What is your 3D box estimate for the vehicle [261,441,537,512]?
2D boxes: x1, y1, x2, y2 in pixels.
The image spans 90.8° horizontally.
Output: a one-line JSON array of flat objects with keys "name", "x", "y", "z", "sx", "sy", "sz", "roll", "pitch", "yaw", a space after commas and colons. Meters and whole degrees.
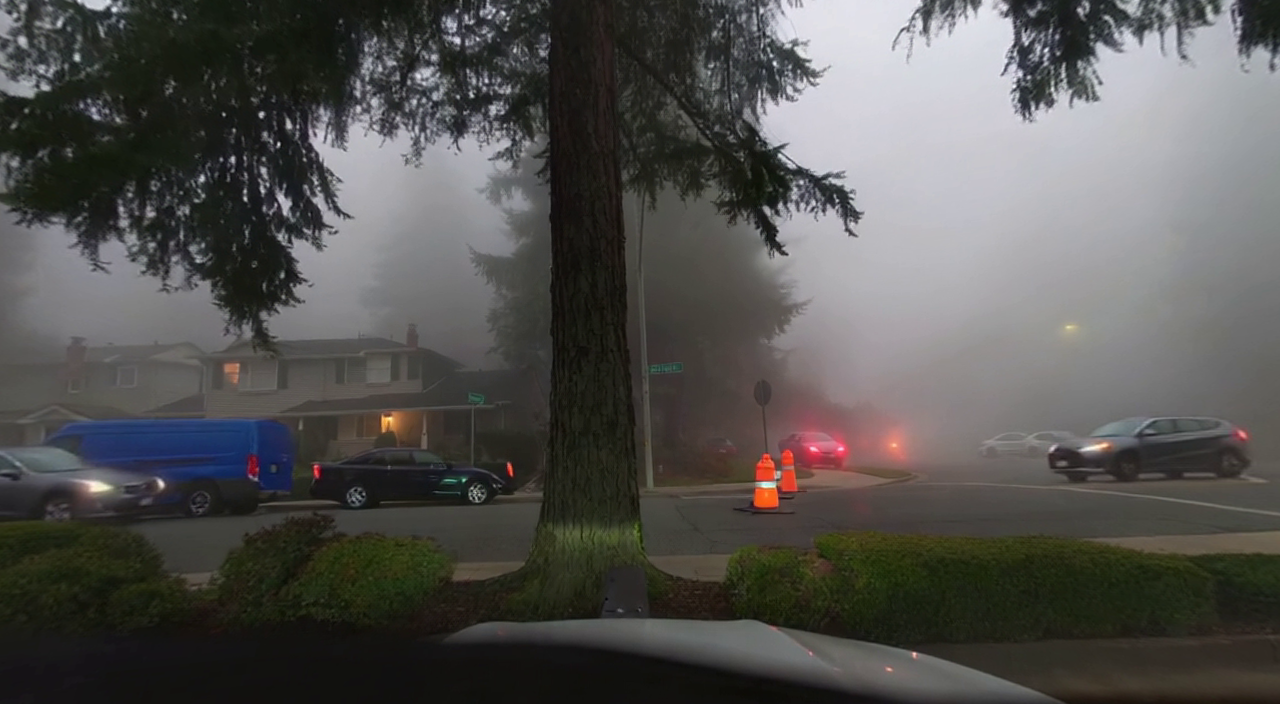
[{"name": "vehicle", "x": -6.368, "y": 3.413, "z": 17.784, "sx": 6.643, "sy": 1.777, "sz": 2.925, "roll": 1, "pitch": -8, "yaw": -6}]

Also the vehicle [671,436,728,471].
[{"name": "vehicle", "x": 2.589, "y": 4.538, "z": 28.357, "sx": 1.745, "sy": 1.461, "sz": 4.074, "roll": 1, "pitch": -9, "yaw": -6}]

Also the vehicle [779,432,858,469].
[{"name": "vehicle", "x": 8.067, "y": 4.495, "z": 28.963, "sx": 1.893, "sy": 1.529, "sz": 4.422, "roll": 1, "pitch": -9, "yaw": -7}]

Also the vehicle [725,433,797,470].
[{"name": "vehicle", "x": 5.344, "y": 4.467, "z": 28.498, "sx": 2.007, "sy": 1.555, "sz": 4.204, "roll": 1, "pitch": -9, "yaw": -7}]

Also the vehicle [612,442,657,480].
[{"name": "vehicle", "x": -0.300, "y": 4.762, "z": 27.930, "sx": 1.648, "sy": 1.430, "sz": 3.654, "roll": 4, "pitch": -9, "yaw": -4}]

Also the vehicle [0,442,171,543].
[{"name": "vehicle", "x": -11.332, "y": 2.350, "z": 10.938, "sx": 4.684, "sy": 1.556, "sz": 2.087, "roll": 0, "pitch": -8, "yaw": -1}]

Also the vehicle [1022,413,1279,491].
[{"name": "vehicle", "x": 13.078, "y": 2.575, "z": 16.369, "sx": 5.047, "sy": 1.851, "sz": 2.103, "roll": 1, "pitch": -9, "yaw": -5}]

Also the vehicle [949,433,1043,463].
[{"name": "vehicle", "x": 23.388, "y": 6.295, "z": 41.629, "sx": 4.984, "sy": 1.912, "sz": 2.132, "roll": 1, "pitch": -8, "yaw": -5}]
